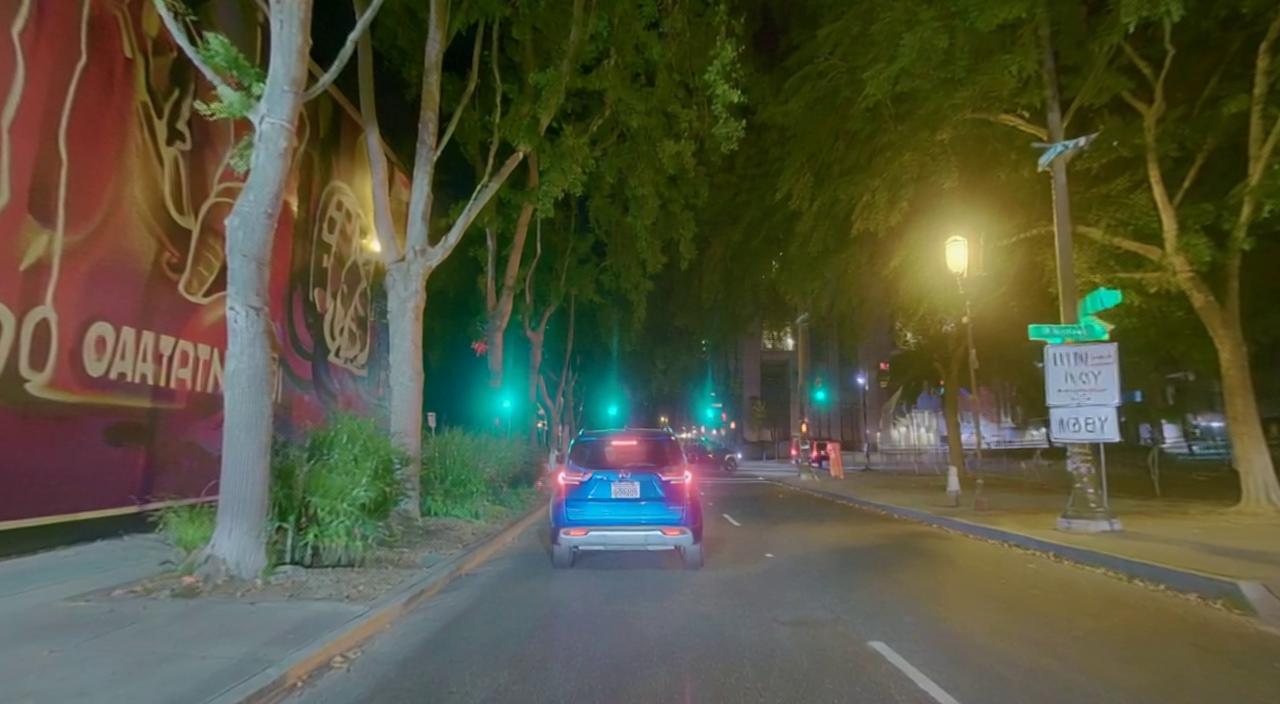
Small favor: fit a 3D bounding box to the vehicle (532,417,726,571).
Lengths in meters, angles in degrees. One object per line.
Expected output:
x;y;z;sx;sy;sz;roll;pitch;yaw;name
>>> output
-0.133;1.818;8.779;2.079;1.621;3.861;0;-8;-1;vehicle
